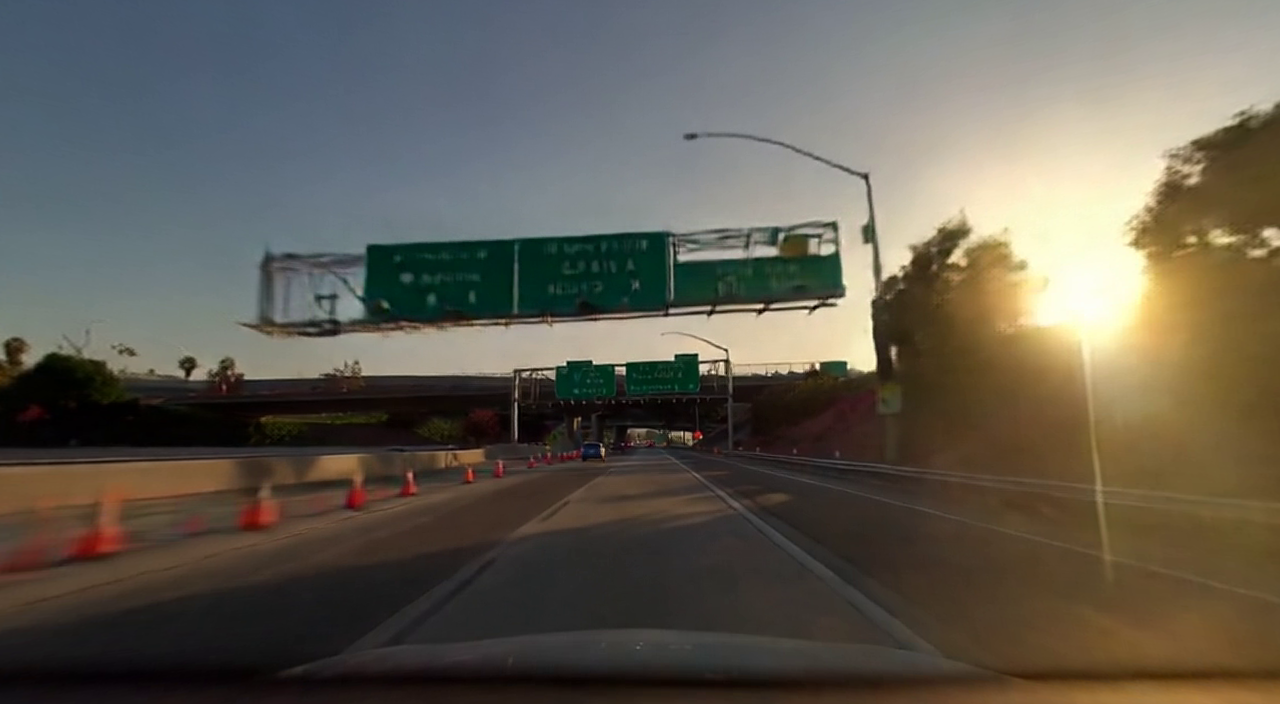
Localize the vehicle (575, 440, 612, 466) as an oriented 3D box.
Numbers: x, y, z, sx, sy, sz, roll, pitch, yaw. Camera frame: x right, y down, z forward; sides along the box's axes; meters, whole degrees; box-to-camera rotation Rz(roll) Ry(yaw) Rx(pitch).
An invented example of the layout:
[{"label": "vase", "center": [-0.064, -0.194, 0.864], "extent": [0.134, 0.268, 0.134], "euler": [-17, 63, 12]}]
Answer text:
[{"label": "vehicle", "center": [-2.963, 6.561, 40.957], "extent": [2.078, 1.629, 4.059], "euler": [0, -8, 1]}]
